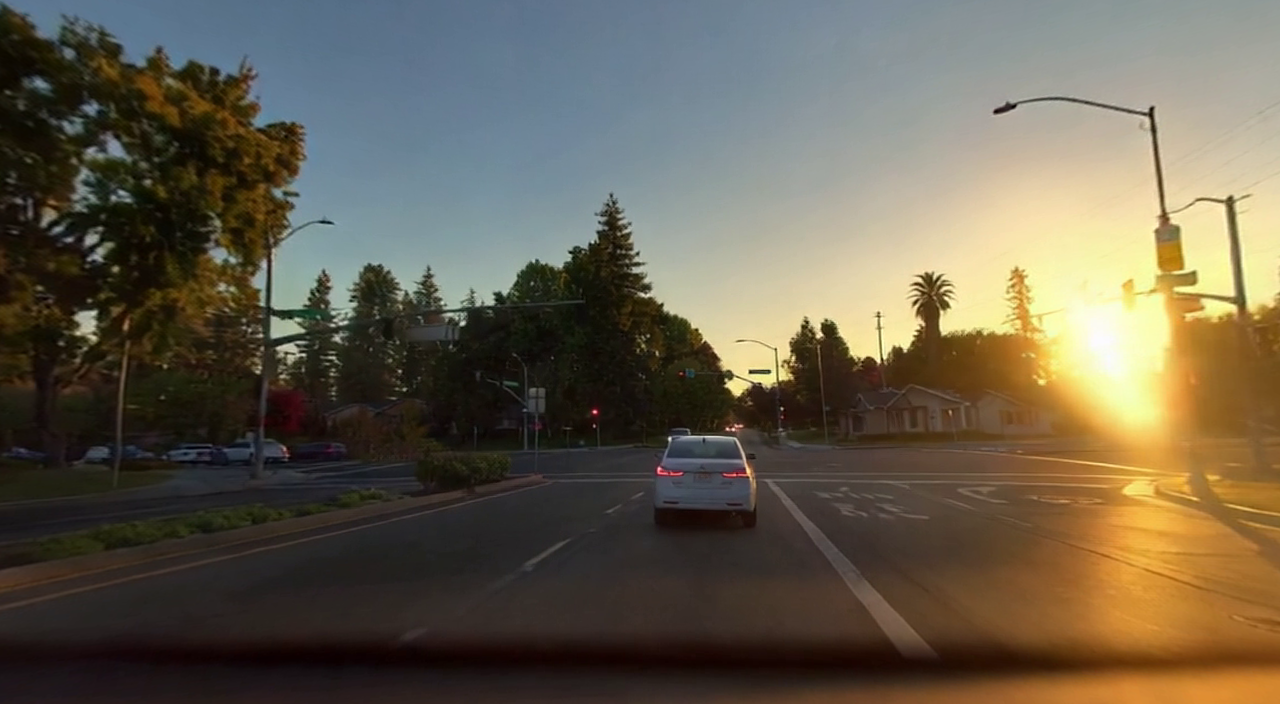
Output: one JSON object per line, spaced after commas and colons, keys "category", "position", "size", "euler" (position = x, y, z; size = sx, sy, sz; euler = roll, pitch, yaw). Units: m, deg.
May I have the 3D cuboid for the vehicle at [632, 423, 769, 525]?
{"category": "vehicle", "position": [1.251, 2.261, 12.291], "size": [2.139, 1.564, 4.901], "euler": [-1, -8, 8]}

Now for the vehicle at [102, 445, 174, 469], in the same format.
{"category": "vehicle", "position": [-37.414, 7.811, 46.779], "size": [4.612, 1.673, 1.972], "euler": [-3, -9, 20]}

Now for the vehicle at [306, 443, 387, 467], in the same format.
{"category": "vehicle", "position": [-18.933, 6.614, 40.531], "size": [4.735, 1.472, 1.932], "euler": [-3, -9, 21]}
